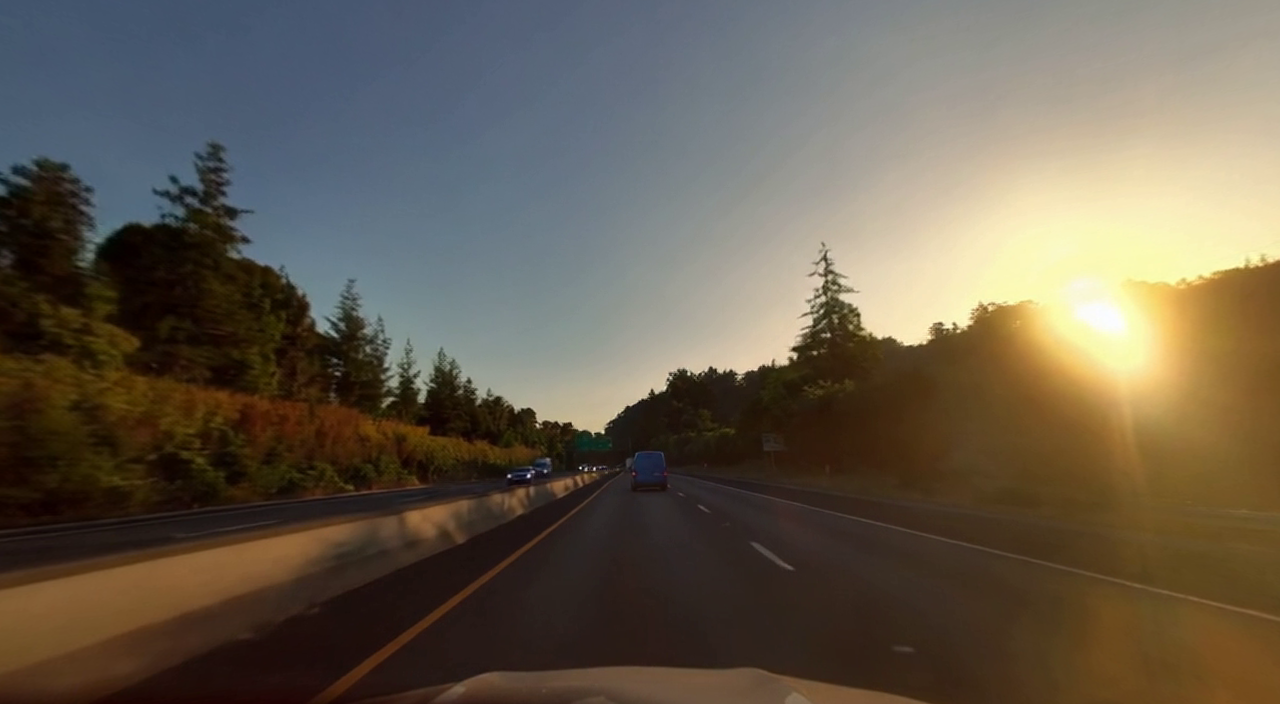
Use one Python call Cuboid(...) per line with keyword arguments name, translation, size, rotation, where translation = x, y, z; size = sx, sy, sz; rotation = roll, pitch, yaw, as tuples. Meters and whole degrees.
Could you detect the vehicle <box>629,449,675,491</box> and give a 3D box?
Cuboid(name="vehicle", translation=(0.620, 6.783, 36.234), size=(2.429, 2.167, 4.558), rotation=(1, -10, -2))
